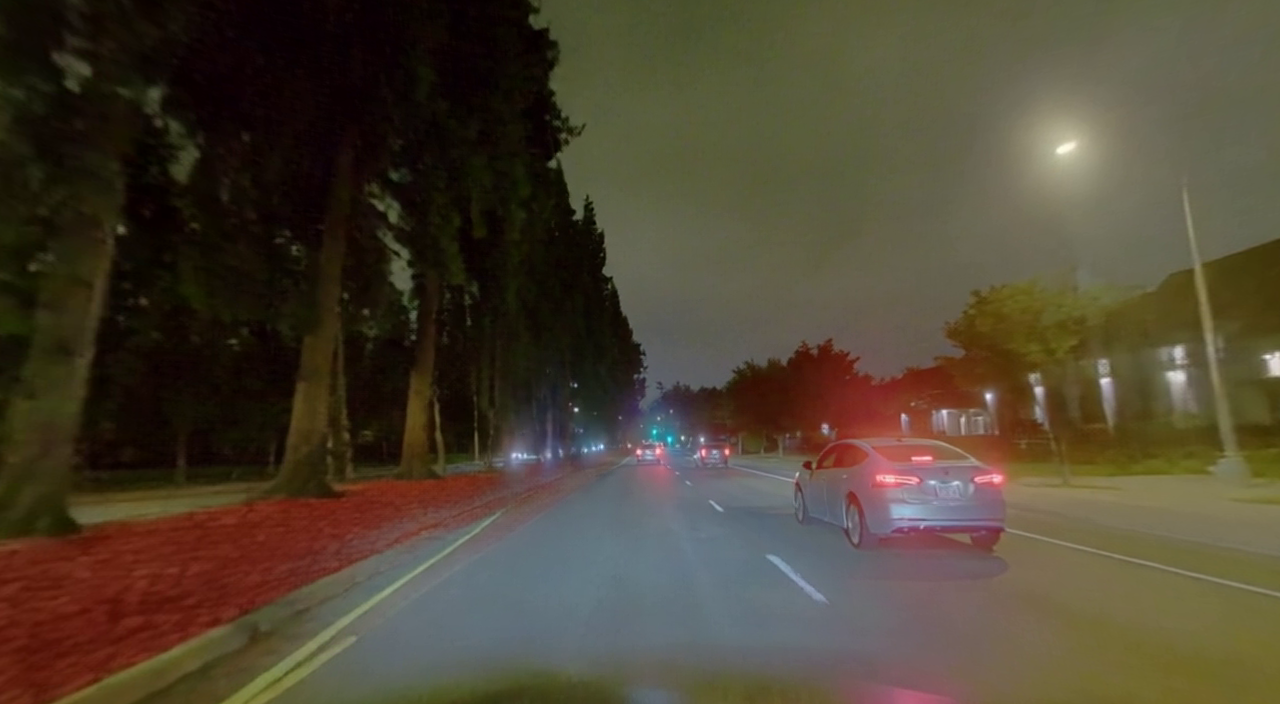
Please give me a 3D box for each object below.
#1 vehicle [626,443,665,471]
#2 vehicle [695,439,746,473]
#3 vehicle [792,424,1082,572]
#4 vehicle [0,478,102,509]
[{"bbox_3d":[0.337,5.872,35.604,2.082,1.473,4.028,0,-8,1],"label":"vehicle"},{"bbox_3d":[4.161,5.457,33.370,2.074,1.652,4.340,0,-9,0],"label":"vehicle"},{"bbox_3d":[3.605,1.842,8.730,1.985,1.529,4.147,0,-8,0],"label":"vehicle"},{"bbox_3d":[-31.640,7.495,33.617,4.432,1.484,1.839,-1,-9,4],"label":"vehicle"}]
